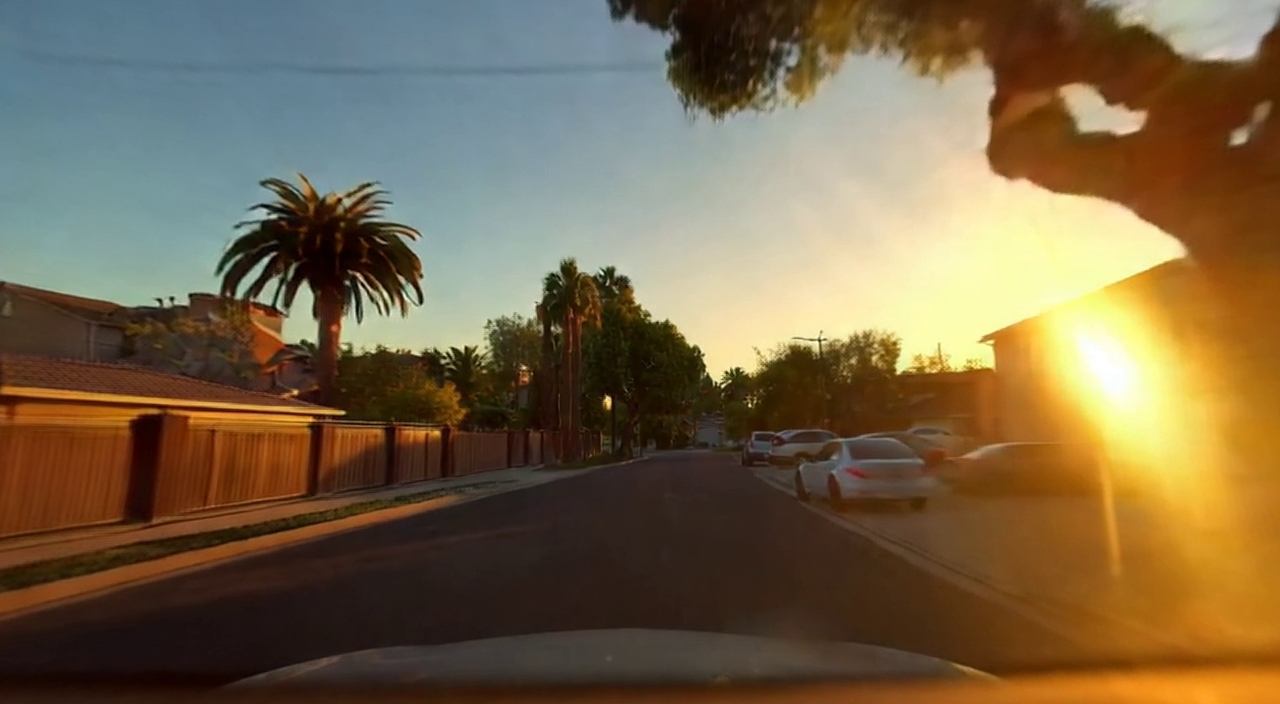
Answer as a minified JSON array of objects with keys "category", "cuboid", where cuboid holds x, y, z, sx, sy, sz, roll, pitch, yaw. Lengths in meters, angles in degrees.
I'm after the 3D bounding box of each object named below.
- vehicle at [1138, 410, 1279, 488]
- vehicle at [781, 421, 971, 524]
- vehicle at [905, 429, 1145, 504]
[{"category":"vehicle","cuboid":[13.267,1.969,12.966,4.246,1.488,1.943,-2,-8,14]},{"category":"vehicle","cuboid":[4.430,2.324,12.808,2.051,1.676,4.497,-1,-8,-1]},{"category":"vehicle","cuboid":[8.327,2.499,13.997,4.057,1.483,1.828,-1,-8,3]}]
